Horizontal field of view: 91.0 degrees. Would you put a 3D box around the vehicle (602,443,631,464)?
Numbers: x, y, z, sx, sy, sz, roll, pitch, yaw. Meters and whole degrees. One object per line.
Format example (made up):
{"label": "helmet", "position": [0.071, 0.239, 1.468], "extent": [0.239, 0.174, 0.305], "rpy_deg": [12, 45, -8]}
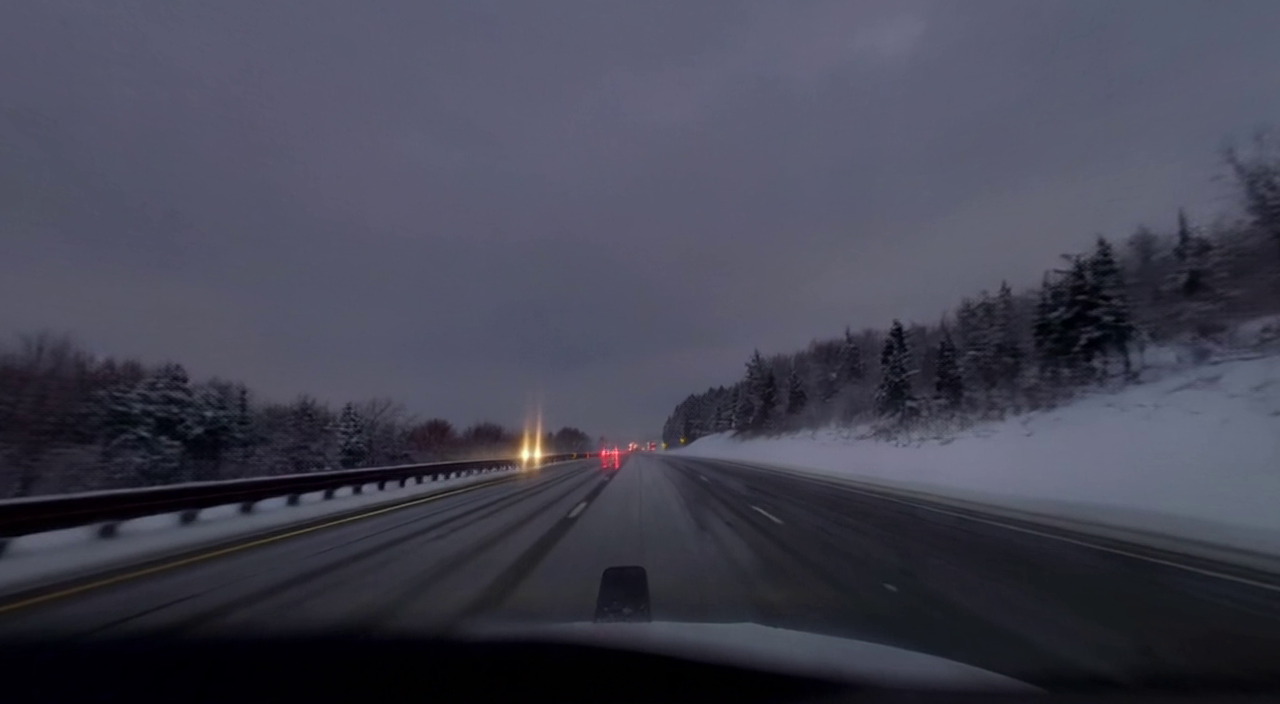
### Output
{"label": "vehicle", "position": [-1.744, 7.655, 47.674], "extent": [2.050, 1.530, 4.144], "rpy_deg": [0, -8, 0]}
